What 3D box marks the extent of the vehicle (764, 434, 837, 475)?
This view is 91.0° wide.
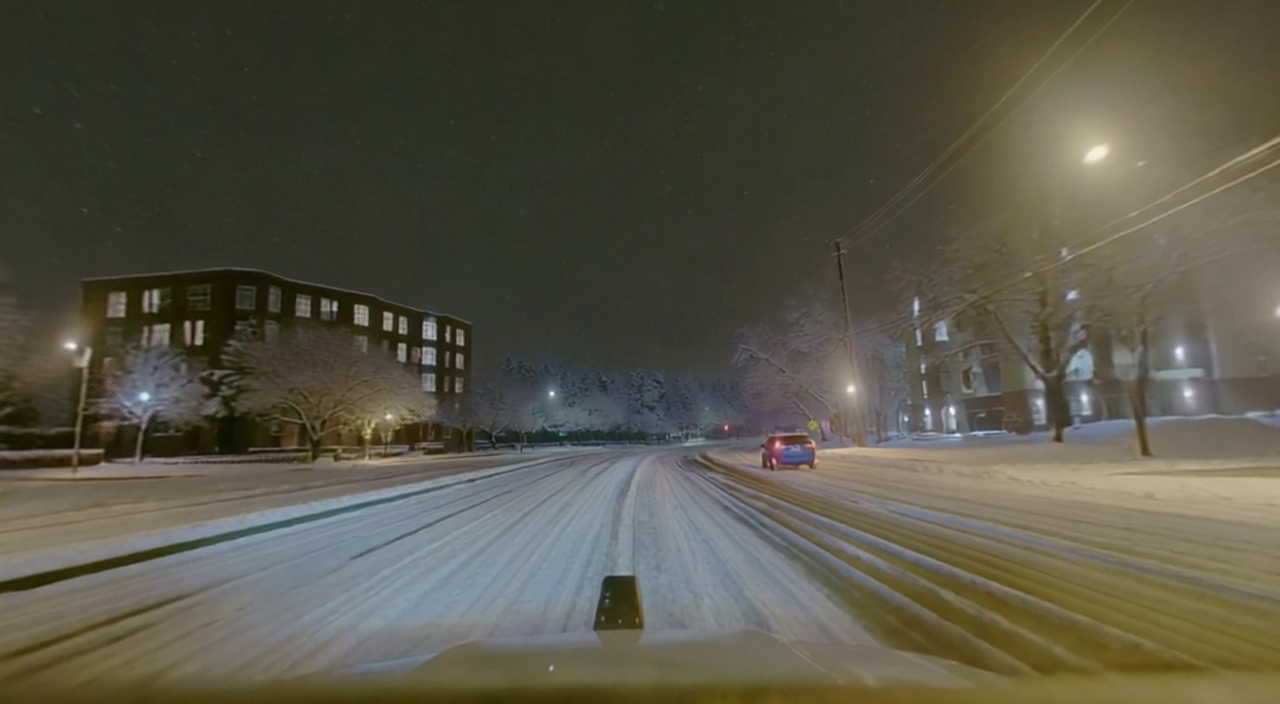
[{"bbox_3d":[6.247,4.029,24.959,1.908,1.476,3.880,0,-9,1],"label":"vehicle"}]
